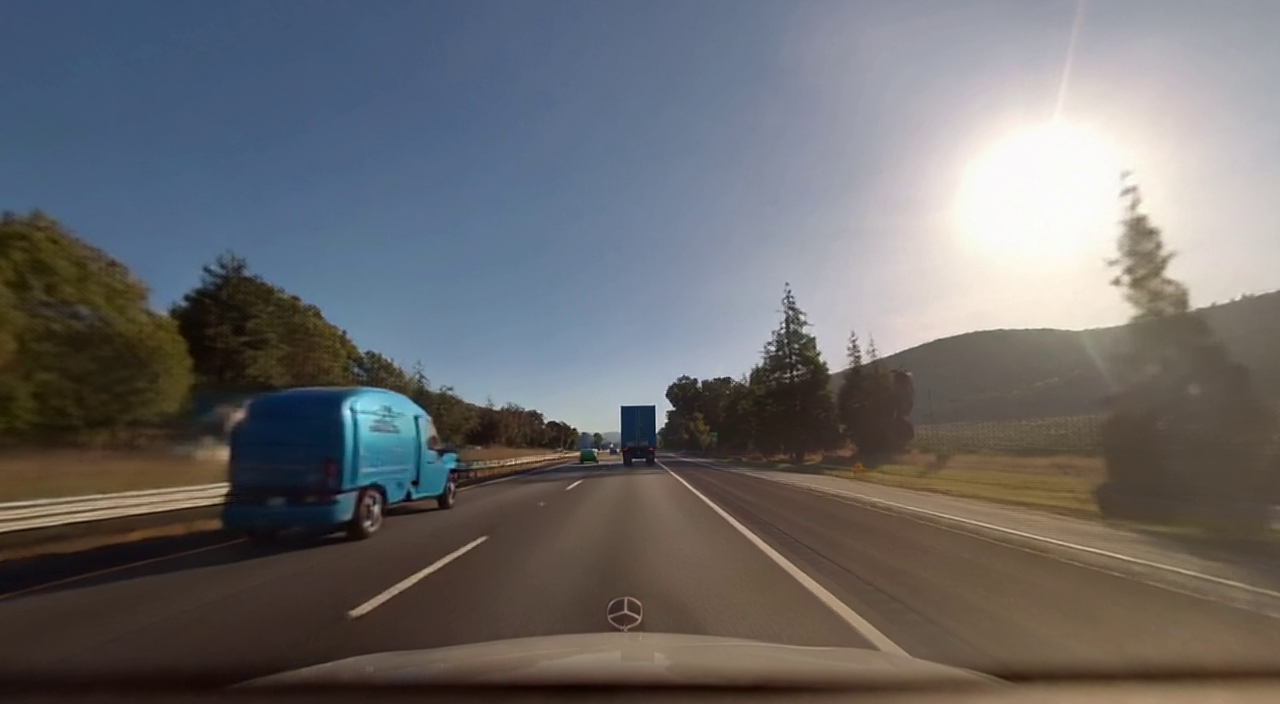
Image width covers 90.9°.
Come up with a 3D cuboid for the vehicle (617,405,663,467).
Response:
[{"bbox_3d":[0.096,6.135,45.605,2.899,3.966,10.053,0,-9,1],"label":"vehicle"}]

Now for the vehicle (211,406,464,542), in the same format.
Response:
[{"bbox_3d":[-4.724,1.991,10.844,2.042,1.815,4.639,0,-9,0],"label":"vehicle"}]
